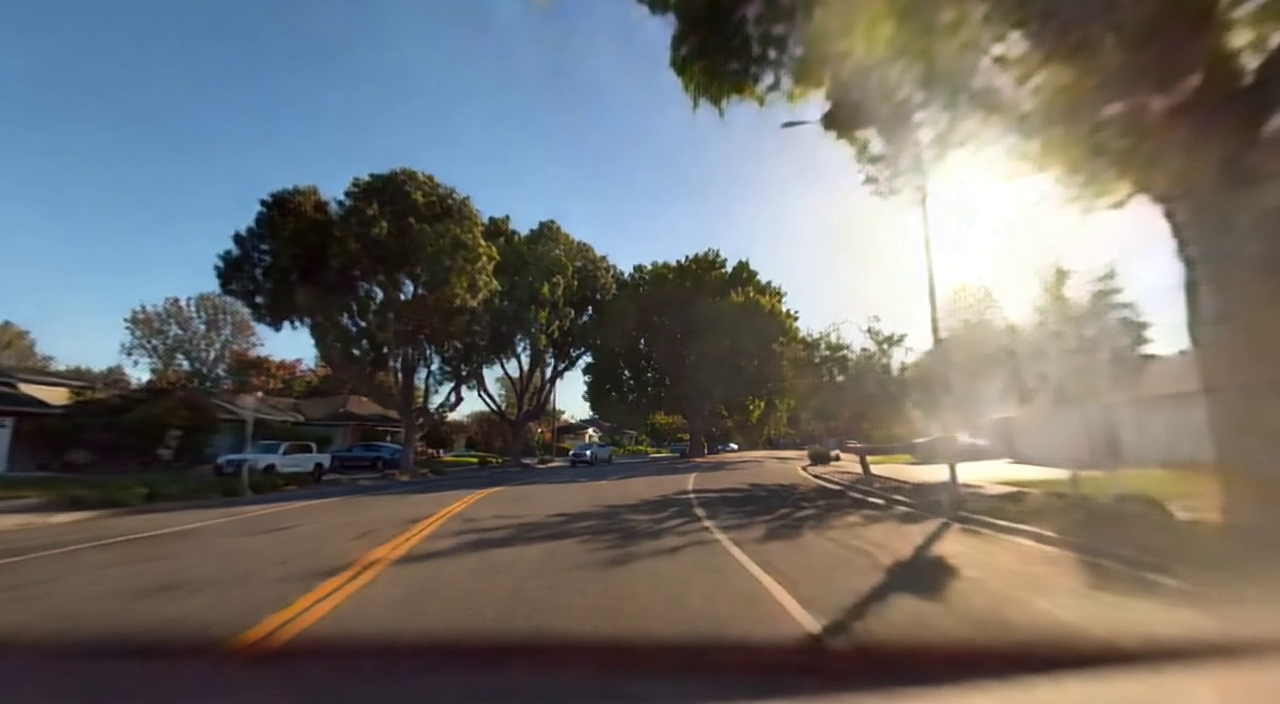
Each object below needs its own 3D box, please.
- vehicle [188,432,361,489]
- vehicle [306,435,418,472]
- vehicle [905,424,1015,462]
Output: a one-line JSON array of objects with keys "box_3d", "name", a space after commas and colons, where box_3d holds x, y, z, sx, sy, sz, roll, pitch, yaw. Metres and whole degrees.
[{"box_3d": [-14.389, 4.308, 25.599, 2.418, 1.969, 6.615, -1, -8, 8], "name": "vehicle"}, {"box_3d": [-16.695, 6.116, 38.010, 6.010, 1.935, 2.255, -4, -10, 14], "name": "vehicle"}, {"box_3d": [17.900, 5.175, 35.669, 5.073, 1.729, 2.161, -6, -11, 17], "name": "vehicle"}]
